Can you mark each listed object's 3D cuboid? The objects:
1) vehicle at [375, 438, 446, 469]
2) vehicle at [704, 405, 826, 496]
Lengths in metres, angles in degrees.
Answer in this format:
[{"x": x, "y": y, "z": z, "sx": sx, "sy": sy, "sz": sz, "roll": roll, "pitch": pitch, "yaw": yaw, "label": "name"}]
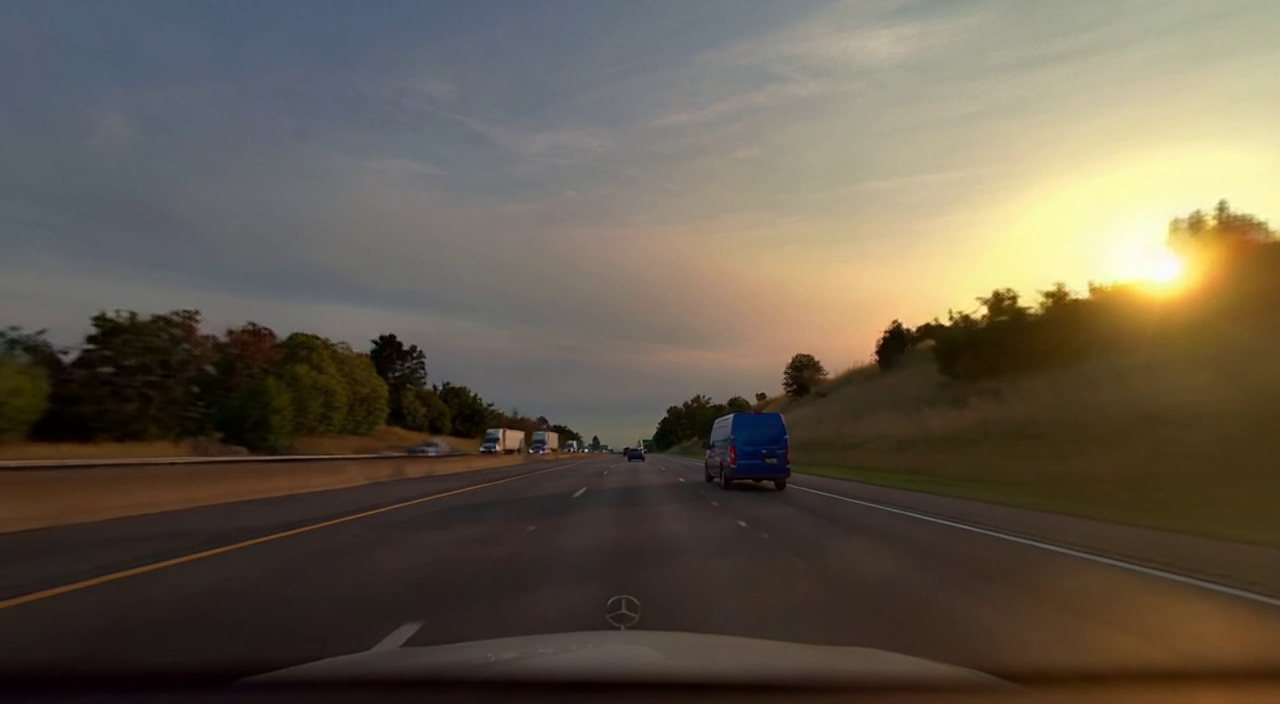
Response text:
[{"x": -11.672, "y": 5.208, "z": 32.424, "sx": 2.045, "sy": 1.472, "sz": 4.396, "roll": 0, "pitch": -9, "yaw": 0, "label": "vehicle"}, {"x": 3.833, "y": 3.267, "z": 21.035, "sx": 2.552, "sy": 2.524, "sz": 6.630, "roll": 0, "pitch": -9, "yaw": -1, "label": "vehicle"}]
